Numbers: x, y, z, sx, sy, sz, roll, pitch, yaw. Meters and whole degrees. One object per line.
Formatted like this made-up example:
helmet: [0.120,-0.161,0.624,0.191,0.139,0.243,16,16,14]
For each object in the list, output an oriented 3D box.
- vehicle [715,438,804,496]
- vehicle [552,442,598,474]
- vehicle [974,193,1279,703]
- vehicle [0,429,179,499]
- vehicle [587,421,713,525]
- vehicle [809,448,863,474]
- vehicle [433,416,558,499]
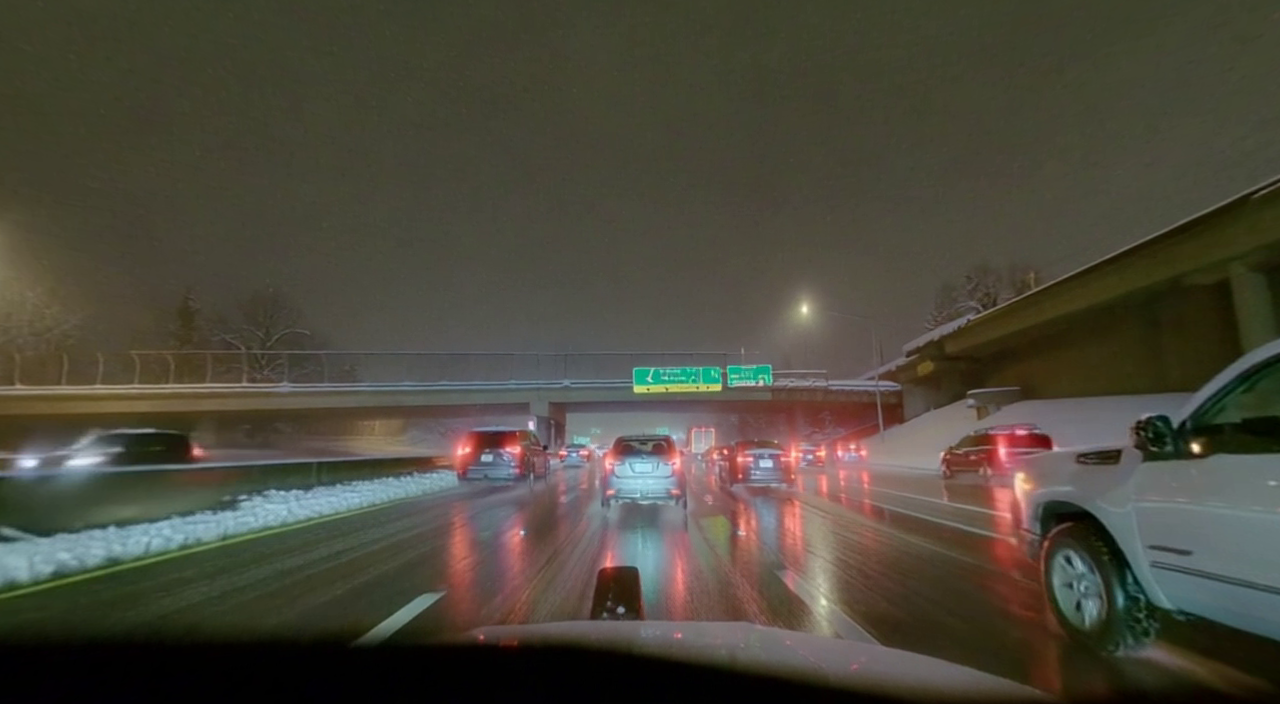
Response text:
vehicle: [3.726,3.672,20.563,2.022,1.633,4.651,1,-9,0]
vehicle: [-3.611,5.995,35.786,1.982,1.655,4.604,0,-9,2]
vehicle: [3.550,0.455,1.799,2.300,2.242,5.327,0,-9,1]
vehicle: [-17.831,3.566,20.394,2.024,1.946,4.793,0,-9,1]
vehicle: [0.209,2.415,13.044,2.181,1.756,4.167,0,-9,1]
vehicle: [12.115,6.754,39.233,1.945,1.498,4.385,1,-9,0]
vehicle: [-4.107,3.170,19.228,2.212,2.101,6.052,0,-9,1]
